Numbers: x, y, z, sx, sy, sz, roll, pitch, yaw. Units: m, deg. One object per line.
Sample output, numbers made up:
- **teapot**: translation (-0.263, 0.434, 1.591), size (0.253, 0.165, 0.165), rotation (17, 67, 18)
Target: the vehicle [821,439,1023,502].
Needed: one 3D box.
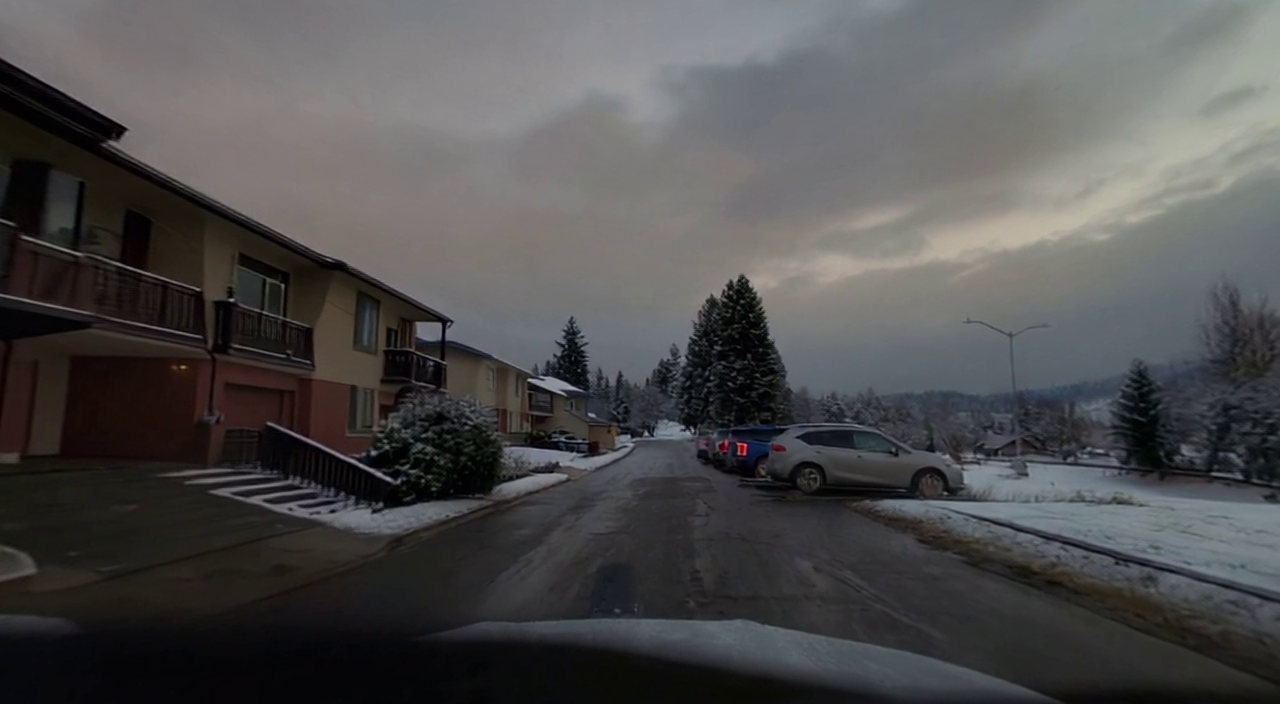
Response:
- **vehicle**: translation (6.908, 2.949, 15.948), size (4.195, 1.446, 1.979), rotation (-1, -9, 7)
